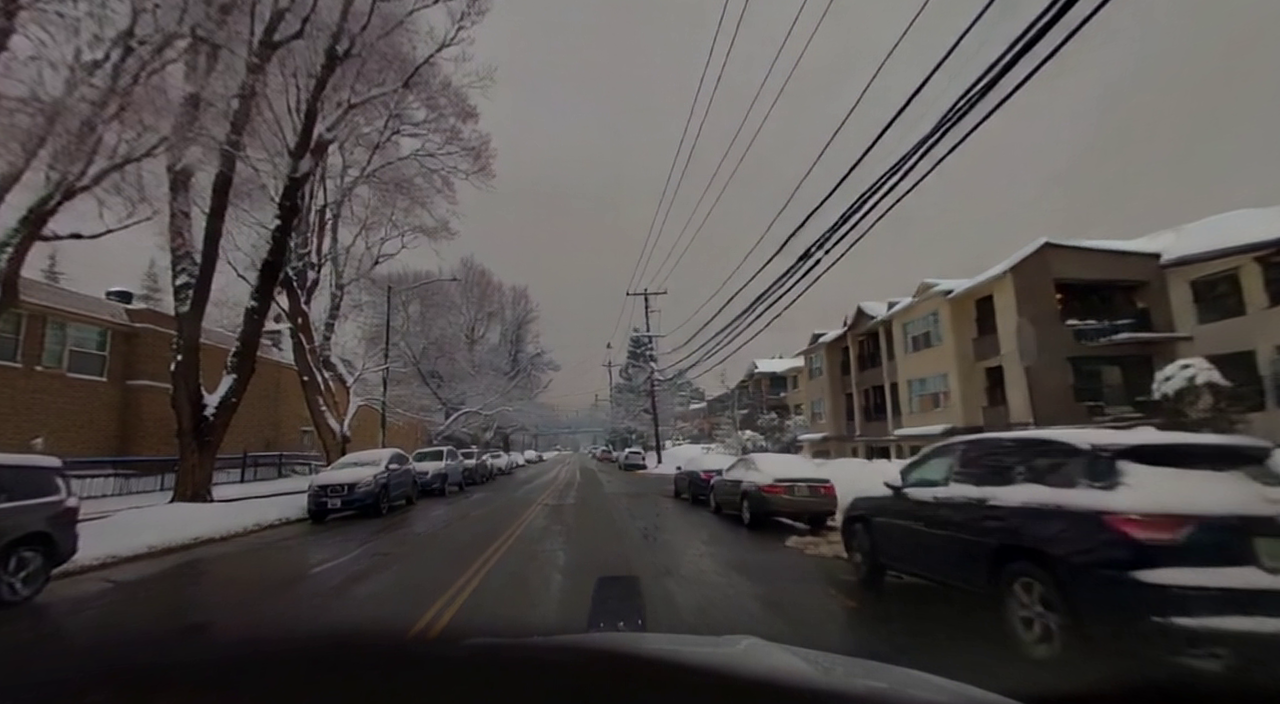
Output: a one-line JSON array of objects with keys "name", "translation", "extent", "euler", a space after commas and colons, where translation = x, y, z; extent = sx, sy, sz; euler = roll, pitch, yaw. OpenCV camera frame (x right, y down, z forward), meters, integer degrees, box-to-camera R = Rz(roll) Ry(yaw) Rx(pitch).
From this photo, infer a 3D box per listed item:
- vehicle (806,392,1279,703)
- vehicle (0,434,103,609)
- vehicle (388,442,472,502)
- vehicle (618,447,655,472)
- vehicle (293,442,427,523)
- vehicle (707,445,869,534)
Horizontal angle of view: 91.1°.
[{"name": "vehicle", "translation": [3.429, 1.386, 5.280], "extent": [2.272, 1.626, 5.170], "euler": [1, -9, -5]}, {"name": "vehicle", "translation": [-7.779, 1.647, 5.712], "extent": [2.037, 1.851, 4.569], "euler": [0, -11, -7]}, {"name": "vehicle", "translation": [-8.519, 4.837, 26.024], "extent": [2.120, 1.989, 5.616], "euler": [-2, -7, -6]}, {"name": "vehicle", "translation": [-0.294, 7.870, 45.777], "extent": [2.328, 1.730, 4.225], "euler": [1, -10, -5]}, {"name": "vehicle", "translation": [-7.831, 3.620, 18.153], "extent": [2.056, 1.876, 4.824], "euler": [-1, -8, -5]}, {"name": "vehicle", "translation": [2.784, 2.705, 13.108], "extent": [1.868, 1.494, 4.652], "euler": [1, -9, -5]}]
